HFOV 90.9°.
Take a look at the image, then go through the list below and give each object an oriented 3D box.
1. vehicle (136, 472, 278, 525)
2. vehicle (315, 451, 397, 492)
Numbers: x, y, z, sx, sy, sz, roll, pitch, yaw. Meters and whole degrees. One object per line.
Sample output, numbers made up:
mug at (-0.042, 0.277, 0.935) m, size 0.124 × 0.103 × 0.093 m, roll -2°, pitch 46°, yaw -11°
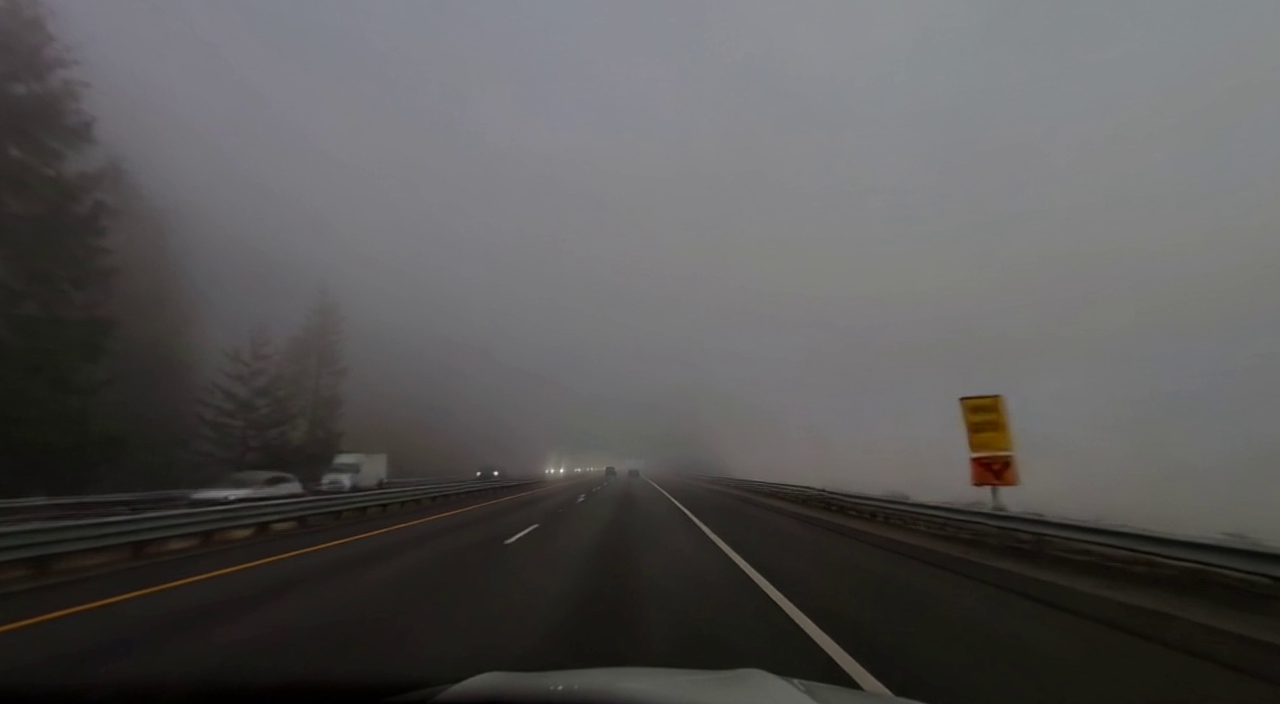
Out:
vehicle at (-13.265, 4.484, 19.646) m, size 1.654 × 1.429 × 3.974 m, roll 1°, pitch -11°, yaw -2°
vehicle at (-17.016, 7.218, 38.095) m, size 2.405 × 2.219 × 5.323 m, roll 1°, pitch -11°, yaw 0°
